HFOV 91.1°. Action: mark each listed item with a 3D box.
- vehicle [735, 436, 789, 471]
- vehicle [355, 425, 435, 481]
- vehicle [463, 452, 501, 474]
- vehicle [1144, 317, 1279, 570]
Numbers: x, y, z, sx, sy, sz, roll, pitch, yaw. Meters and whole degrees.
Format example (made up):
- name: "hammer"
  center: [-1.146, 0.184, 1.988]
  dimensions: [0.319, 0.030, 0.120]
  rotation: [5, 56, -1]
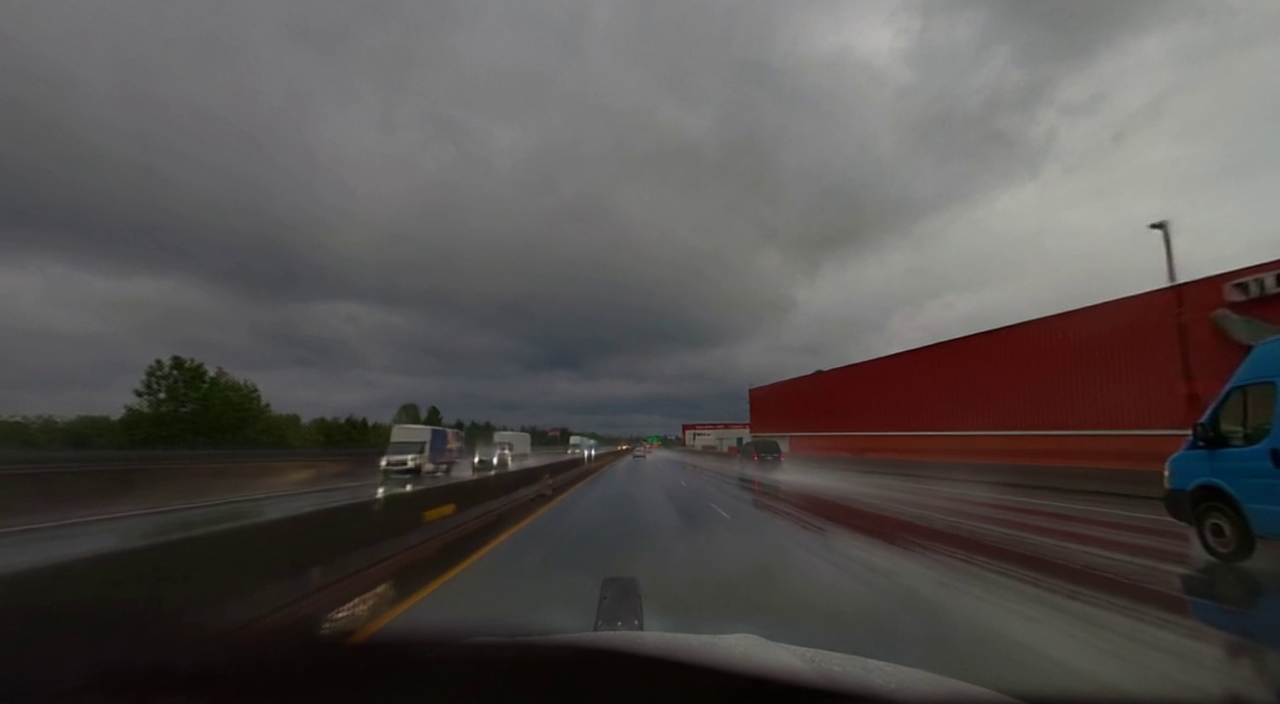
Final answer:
- name: "vehicle"
  center: [7.348, 6.164, 38.360]
  dimensions: [2.156, 1.943, 5.010]
  rotation: [0, -9, -1]
- name: "vehicle"
  center: [-16.037, 6.669, 41.643]
  dimensions: [2.894, 3.430, 5.832]
  rotation: [0, -9, 0]
- name: "vehicle"
  center: [-11.434, 8.035, 45.677]
  dimensions: [1.741, 1.447, 3.839]
  rotation: [0, -9, 1]
- name: "vehicle"
  center: [7.903, 0.735, 5.189]
  dimensions: [2.283, 2.631, 6.053]
  rotation: [0, -9, -1]
